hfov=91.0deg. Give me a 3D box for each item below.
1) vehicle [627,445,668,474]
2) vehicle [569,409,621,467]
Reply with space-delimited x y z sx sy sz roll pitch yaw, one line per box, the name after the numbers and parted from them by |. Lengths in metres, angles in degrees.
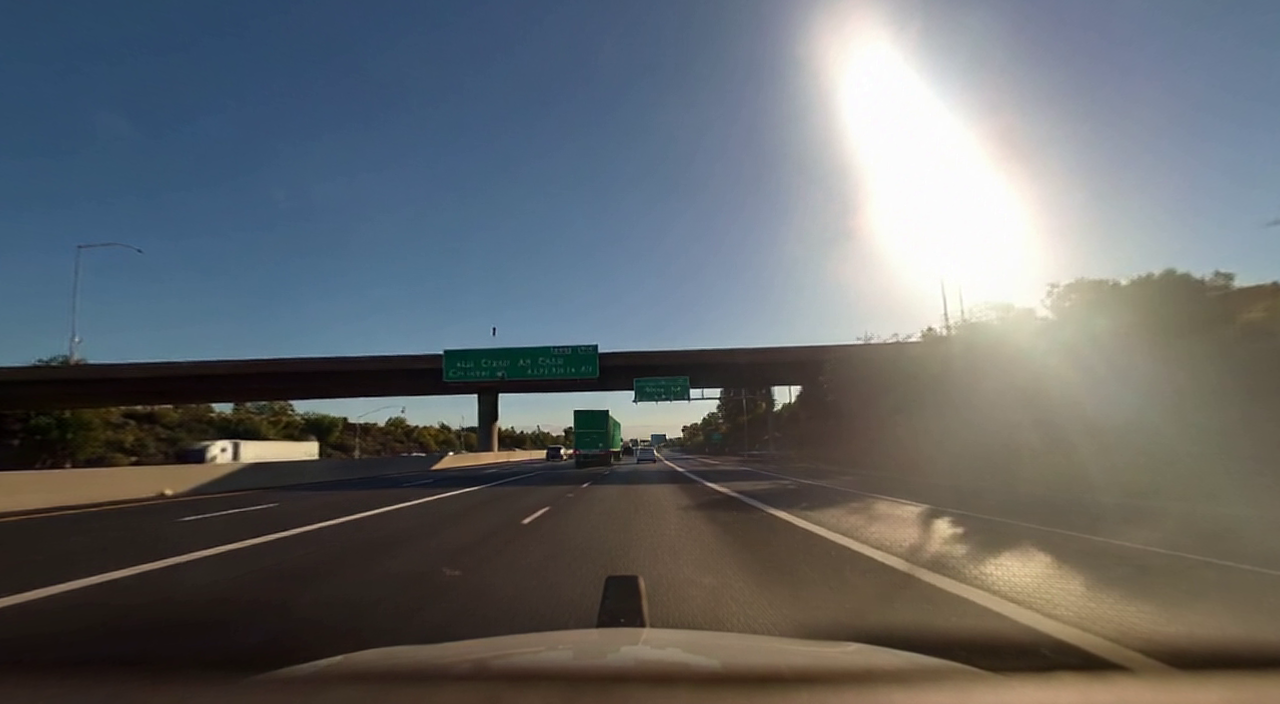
0.382 5.775 34.101 2.066 1.469 4.050 0 -9 0 | vehicle
-3.259 6.794 49.018 3.053 3.948 11.288 0 -9 1 | vehicle
